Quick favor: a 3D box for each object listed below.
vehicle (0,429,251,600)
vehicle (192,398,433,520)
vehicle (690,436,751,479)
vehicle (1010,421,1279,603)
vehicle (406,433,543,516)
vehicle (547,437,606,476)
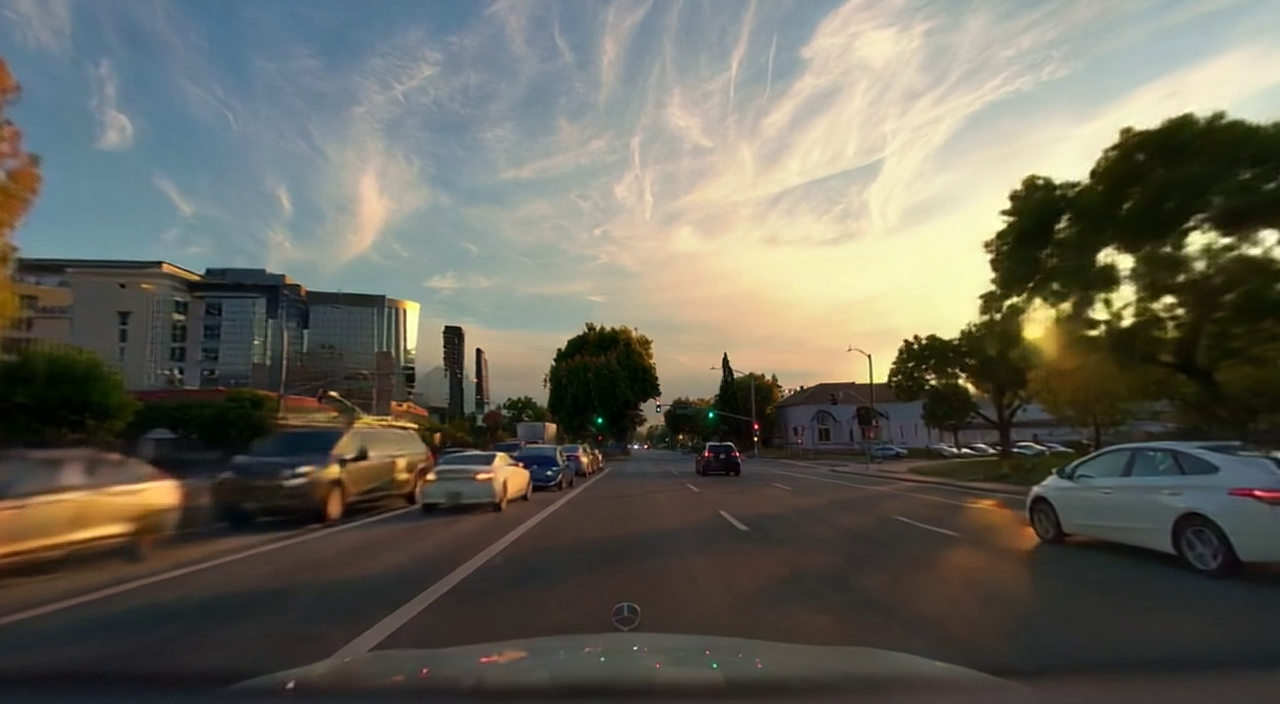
[{"bbox_3d":[-6.598,1.633,6.906,1.970,1.483,4.269,0,-9,0],"label":"vehicle"},{"bbox_3d":[-6.721,2.315,14.086,2.141,2.111,5.940,0,-9,0],"label":"vehicle"},{"bbox_3d":[3.554,4.778,28.765,2.095,1.759,4.862,0,-9,-1],"label":"vehicle"},{"bbox_3d":[6.715,1.710,7.485,2.000,1.618,4.238,0,-9,-1],"label":"vehicle"},{"bbox_3d":[-3.547,2.703,14.440,1.948,1.595,4.256,0,-9,0],"label":"vehicle"},{"bbox_3d":[-3.021,5.131,31.281,2.313,1.752,6.152,0,-9,0],"label":"vehicle"}]
